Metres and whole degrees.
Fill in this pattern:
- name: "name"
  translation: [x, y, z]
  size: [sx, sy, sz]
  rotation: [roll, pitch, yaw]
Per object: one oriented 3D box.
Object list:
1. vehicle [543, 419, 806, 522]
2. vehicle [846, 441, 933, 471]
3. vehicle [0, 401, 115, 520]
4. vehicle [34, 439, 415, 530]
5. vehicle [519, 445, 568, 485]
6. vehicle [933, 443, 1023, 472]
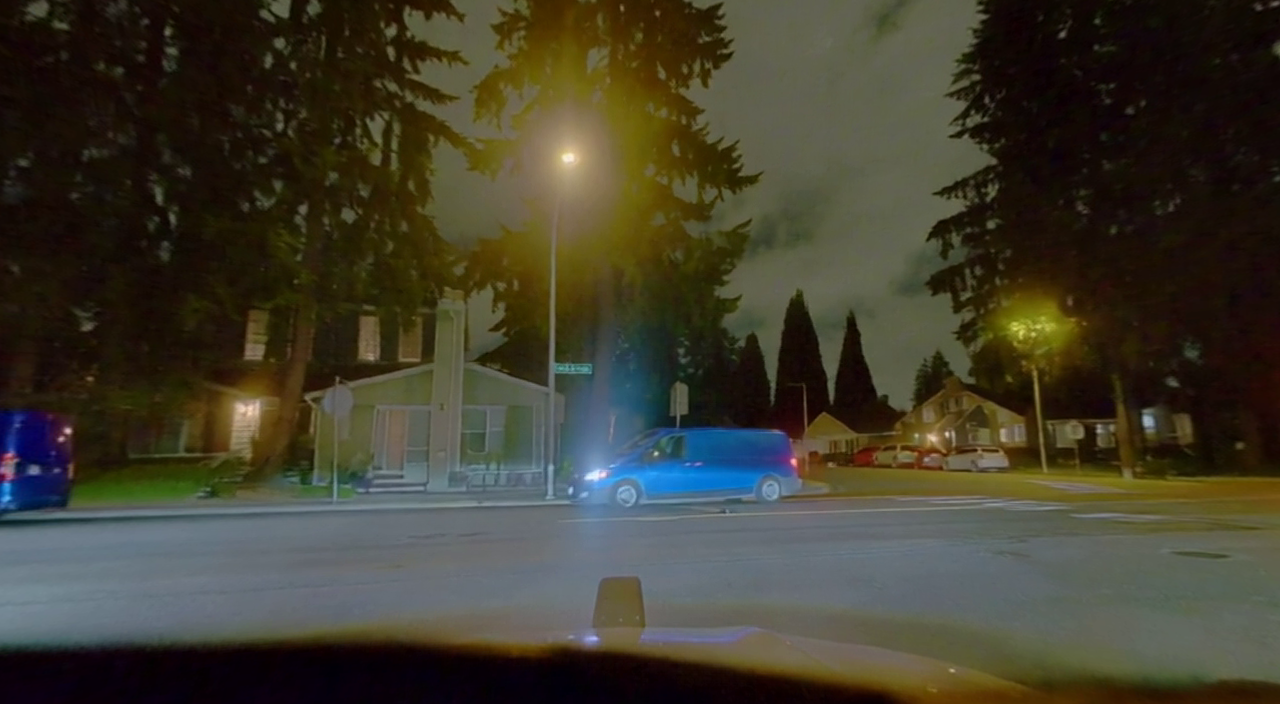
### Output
- name: "vehicle"
  translation: [0.655, 2.406, 13.264]
  size: [5.047, 1.851, 2.103]
  rotation: [2, -9, -16]
- name: "vehicle"
  translation: [16.602, 6.892, 42.115]
  size: [4.984, 1.912, 2.132]
  rotation: [2, -9, -12]
- name: "vehicle"
  translation: [-16.431, 2.384, 13.186]
  size: [7.824, 2.323, 2.863]
  rotation: [0, -11, -10]
- name: "vehicle"
  translation: [-8.947, 2.918, 14.619]
  size: [6.643, 1.777, 2.925]
  rotation: [2, -9, -12]
- name: "vehicle"
  translation: [-3.962, 4.504, 25.482]
  size: [1.648, 1.430, 3.654]
  rotation: [4, -9, -12]
- name: "vehicle"
  translation: [18.095, 5.617, 33.906]
  size: [3.863, 1.453, 1.826]
  rotation: [2, -8, -11]
